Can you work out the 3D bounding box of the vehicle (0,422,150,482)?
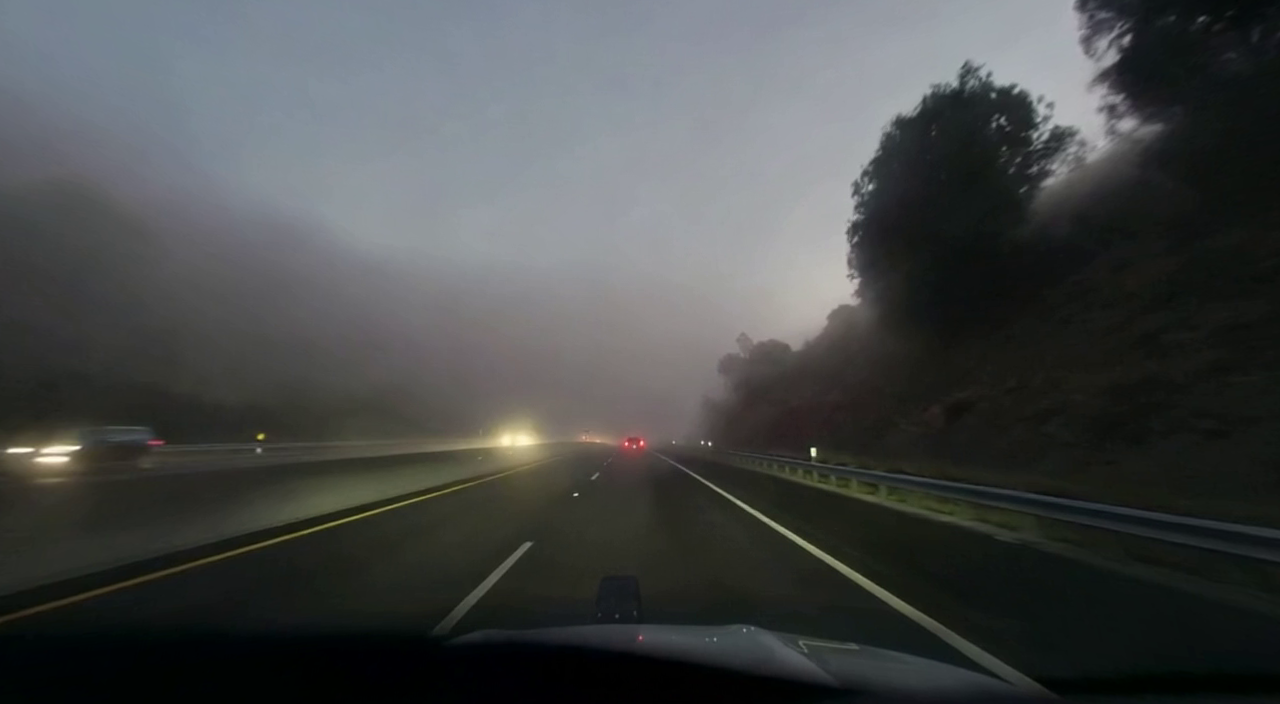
[{"bbox_3d":[-17.985,3.087,19.561,1.895,1.631,4.521,0,-8,-1],"label":"vehicle"}]
